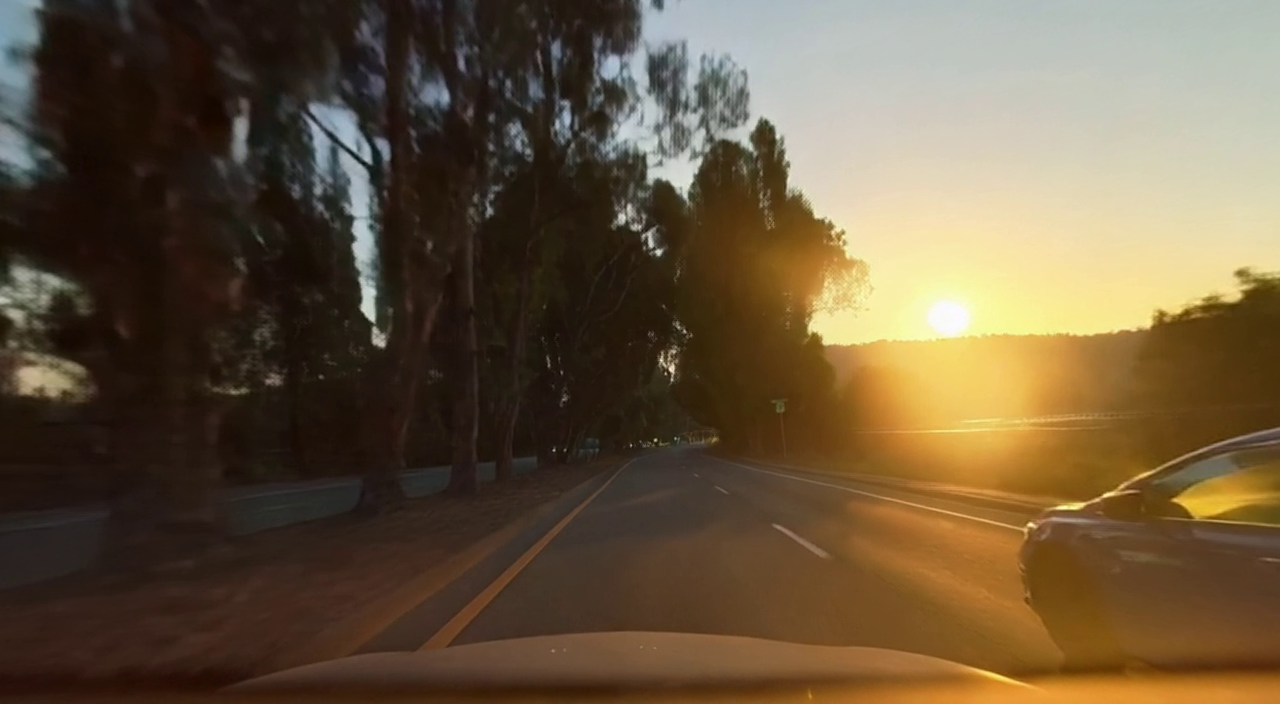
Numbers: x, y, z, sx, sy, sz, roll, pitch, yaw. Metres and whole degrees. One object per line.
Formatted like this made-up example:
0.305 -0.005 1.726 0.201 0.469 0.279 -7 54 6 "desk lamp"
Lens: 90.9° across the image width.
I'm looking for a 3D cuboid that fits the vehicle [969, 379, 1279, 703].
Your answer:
3.366 0.810 2.034 2.061 1.503 4.823 -1 -8 1 "vehicle"
